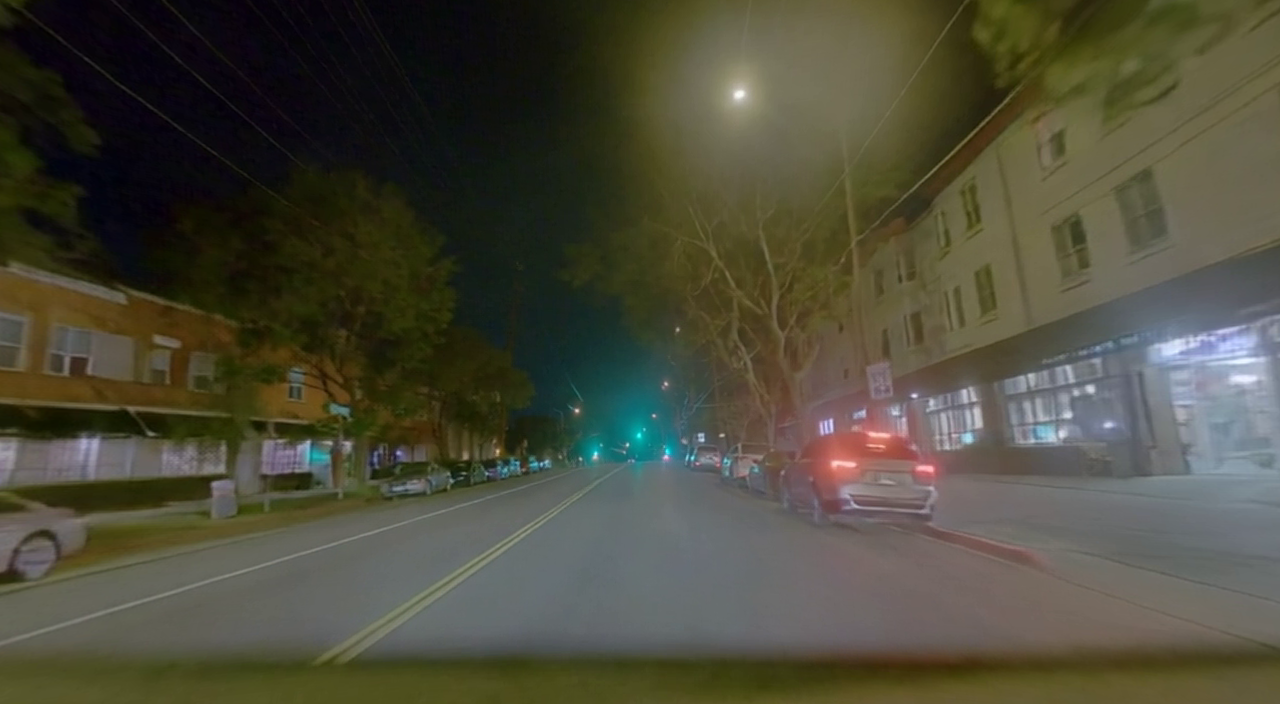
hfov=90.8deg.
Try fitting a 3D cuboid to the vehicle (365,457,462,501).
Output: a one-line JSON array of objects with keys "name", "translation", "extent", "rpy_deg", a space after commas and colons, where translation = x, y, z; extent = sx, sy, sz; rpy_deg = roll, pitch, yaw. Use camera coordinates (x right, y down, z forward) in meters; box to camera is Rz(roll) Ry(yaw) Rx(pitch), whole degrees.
[{"name": "vehicle", "translation": [-8.988, 5.063, 25.584], "extent": [2.208, 1.508, 4.590], "rpy_deg": [0, -9, 0]}]

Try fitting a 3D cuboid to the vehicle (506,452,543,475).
[{"name": "vehicle", "translation": [-8.814, 8.595, 48.505], "extent": [1.884, 1.526, 4.061], "rpy_deg": [-5, -10, 2]}]

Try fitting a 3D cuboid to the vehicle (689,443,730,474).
[{"name": "vehicle", "translation": [4.107, 6.364, 37.989], "extent": [2.155, 1.747, 4.311], "rpy_deg": [-1, -9, 2]}]

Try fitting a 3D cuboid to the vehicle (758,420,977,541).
[{"name": "vehicle", "translation": [3.812, 2.261, 11.779], "extent": [2.225, 1.759, 4.817], "rpy_deg": [0, -9, -1]}]

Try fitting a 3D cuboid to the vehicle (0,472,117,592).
[{"name": "vehicle", "translation": [-9.201, 2.310, 7.763], "extent": [1.818, 1.469, 4.349], "rpy_deg": [0, -9, 0]}]
